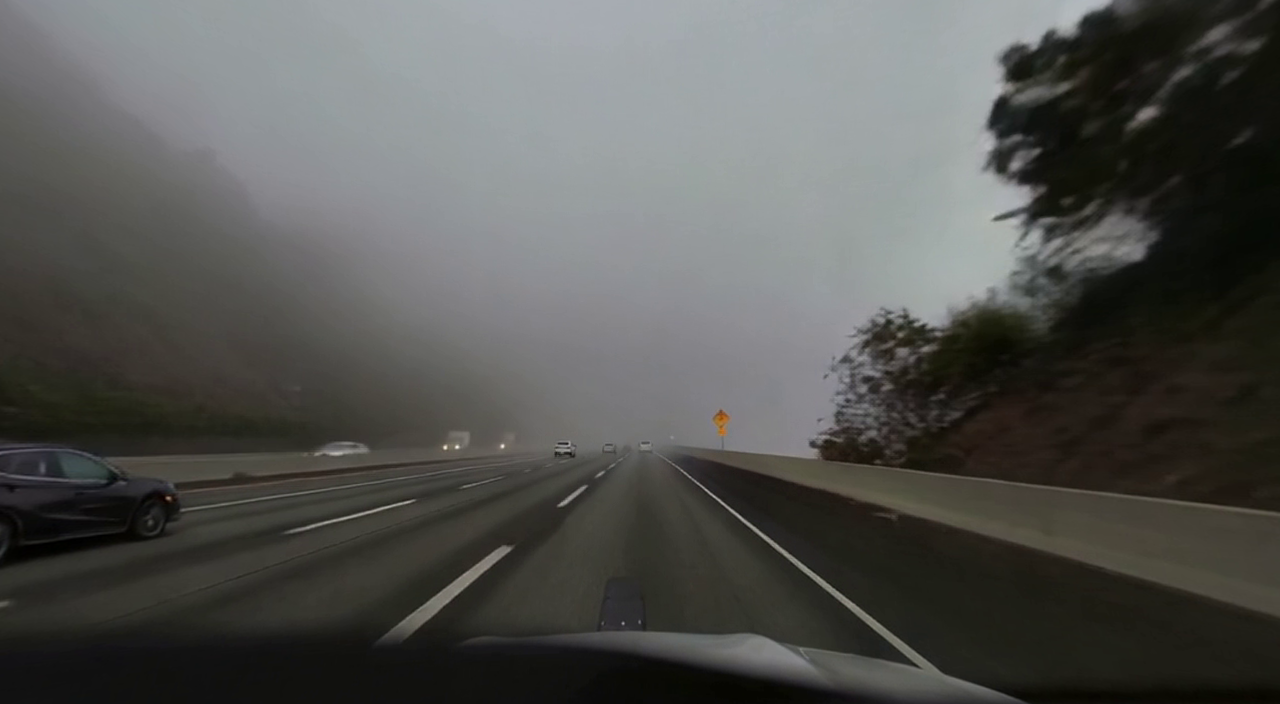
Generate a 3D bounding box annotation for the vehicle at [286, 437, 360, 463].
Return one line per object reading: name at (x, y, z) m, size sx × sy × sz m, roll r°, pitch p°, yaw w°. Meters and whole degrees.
vehicle at (-21.655, 6.716, 43.173) m, size 2.105 × 1.664 × 5.527 m, roll 0°, pitch -8°, yaw 1°

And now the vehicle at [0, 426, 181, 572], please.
vehicle at (-7.472, 1.507, 6.474) m, size 1.949 × 1.465 × 4.563 m, roll 0°, pitch -8°, yaw 1°
